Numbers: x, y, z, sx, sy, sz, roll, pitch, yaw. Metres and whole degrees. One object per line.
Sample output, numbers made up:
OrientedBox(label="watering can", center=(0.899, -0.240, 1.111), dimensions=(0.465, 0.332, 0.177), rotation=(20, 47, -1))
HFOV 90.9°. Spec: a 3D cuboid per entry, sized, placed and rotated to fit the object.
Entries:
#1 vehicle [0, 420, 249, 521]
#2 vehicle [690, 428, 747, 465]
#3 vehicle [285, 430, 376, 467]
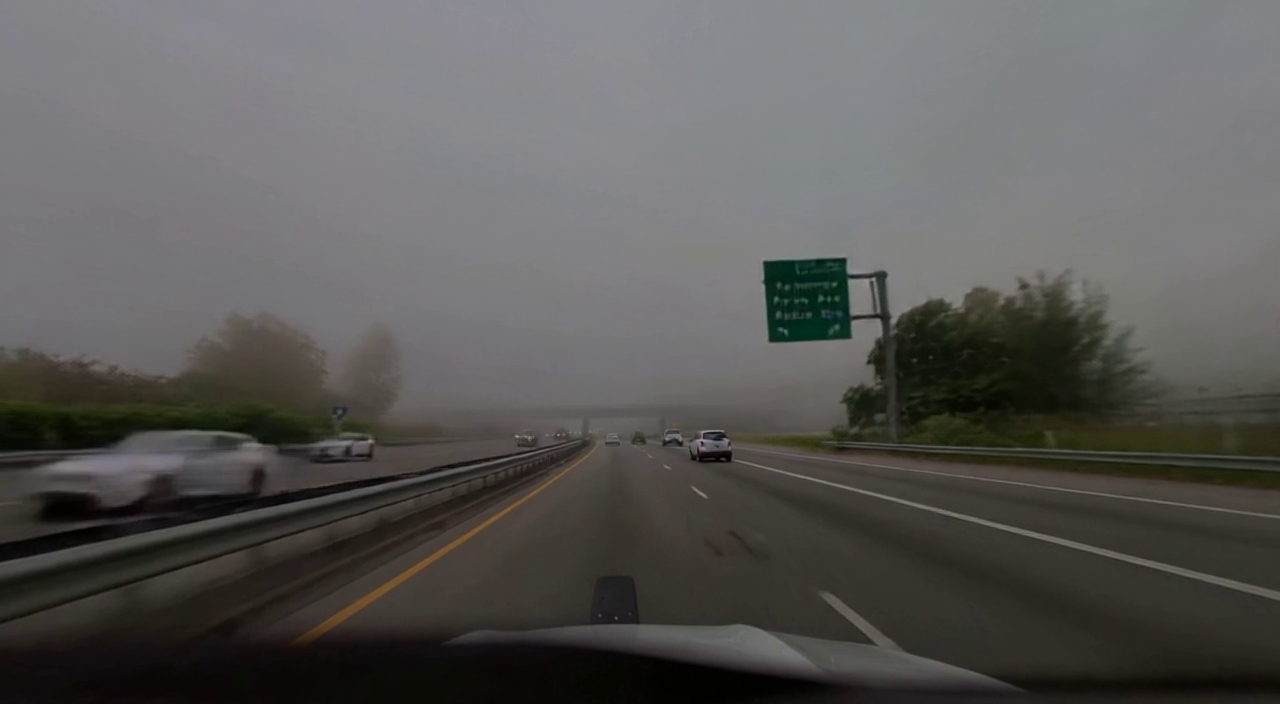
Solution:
OrientedBox(label="vehicle", center=(-8.957, 1.972, 11.064), dimensions=(1.815, 1.452, 3.760), rotation=(0, -8, -1))
OrientedBox(label="vehicle", center=(3.526, 4.287, 28.885), dimensions=(1.938, 1.578, 3.764), rotation=(0, -8, -3))
OrientedBox(label="vehicle", center=(-13.337, 4.173, 27.520), dimensions=(1.825, 1.476, 4.273), rotation=(0, -8, 0))
